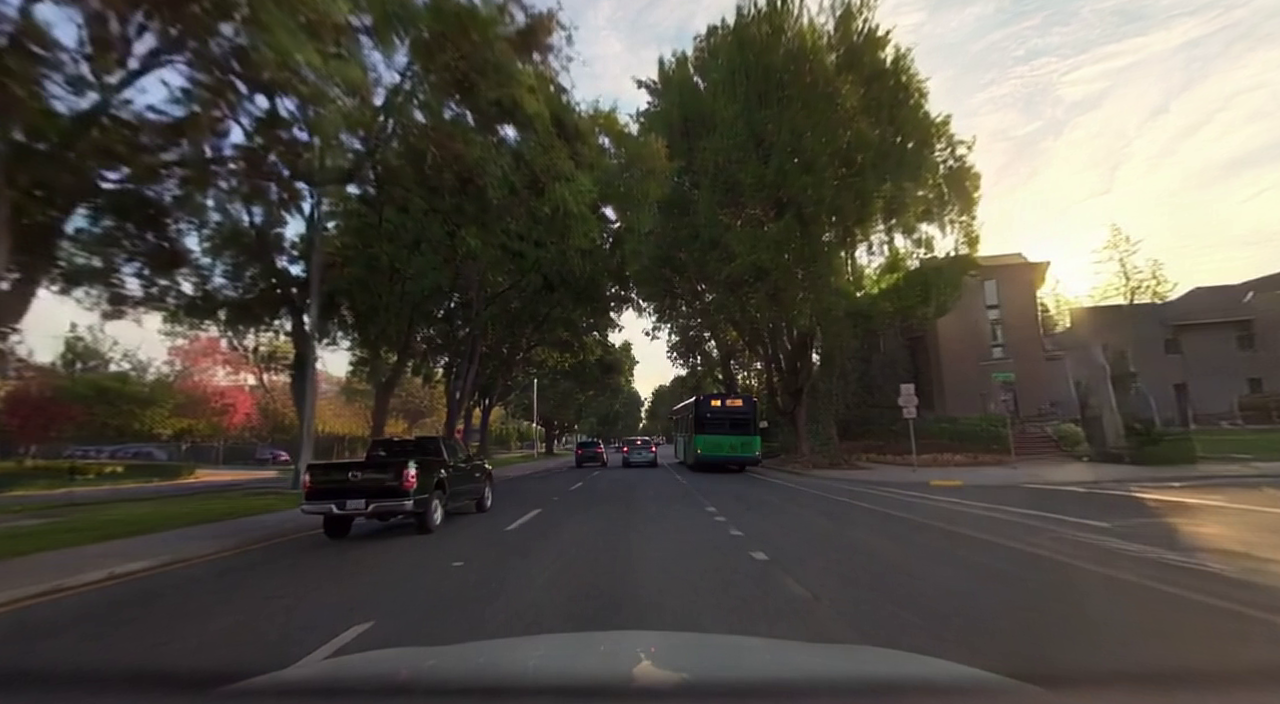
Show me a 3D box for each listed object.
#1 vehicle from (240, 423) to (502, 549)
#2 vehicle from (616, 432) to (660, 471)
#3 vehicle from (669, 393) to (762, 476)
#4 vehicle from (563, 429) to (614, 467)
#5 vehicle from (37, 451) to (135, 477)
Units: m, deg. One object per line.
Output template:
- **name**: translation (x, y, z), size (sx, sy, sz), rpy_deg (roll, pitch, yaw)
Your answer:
- **vehicle**: translation (-3.836, 1.997, 10.113), size (2.109, 1.543, 4.535), rpy_deg (0, -8, 1)
- **vehicle**: translation (-0.062, 5.063, 32.265), size (2.074, 1.849, 5.137), rpy_deg (0, -8, 1)
- **vehicle**: translation (3.273, 4.182, 31.292), size (3.059, 3.264, 12.623), rpy_deg (0, -8, 0)
- **vehicle**: translation (-2.957, 5.695, 37.482), size (2.513, 2.066, 5.820), rpy_deg (0, -8, 0)
- **vehicle**: translation (-33.941, 6.868, 38.809), size (1.745, 1.441, 4.693), rpy_deg (0, -8, 1)
